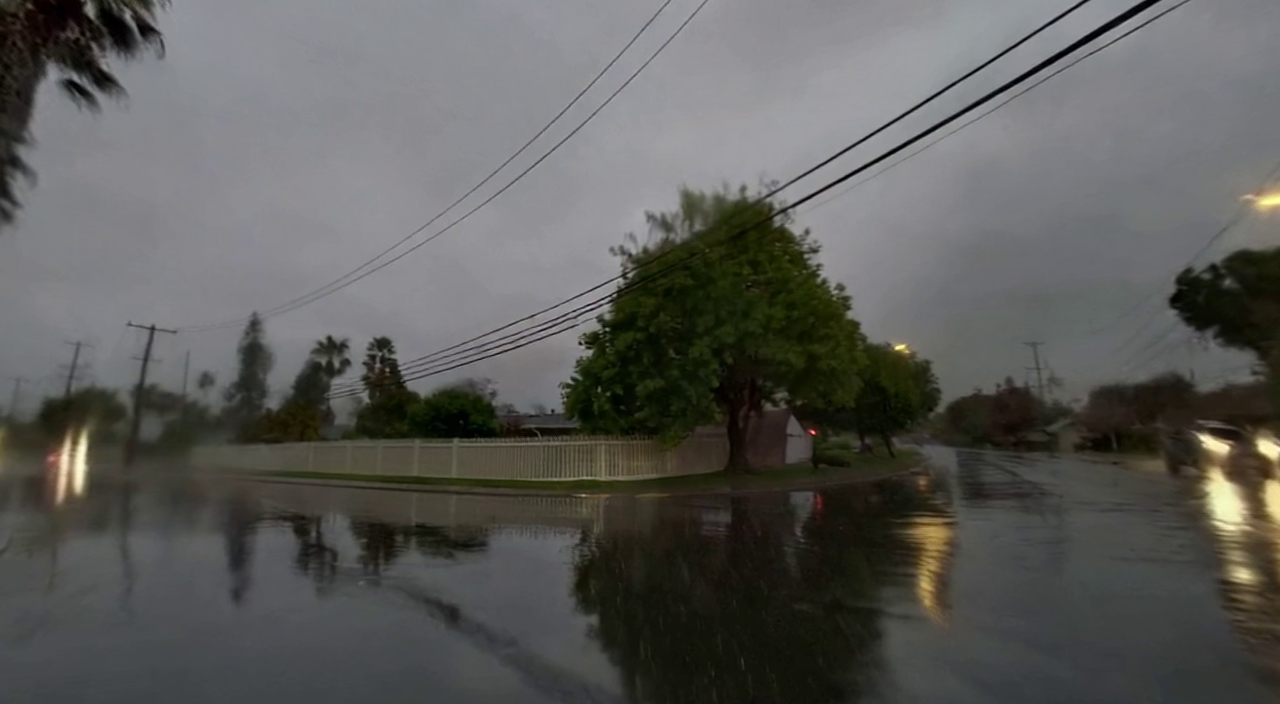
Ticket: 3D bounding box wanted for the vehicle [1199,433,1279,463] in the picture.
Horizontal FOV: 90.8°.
[{"bbox_3d":[31.124,4.834,31.964,3.842,1.453,1.805,-4,-9,29],"label":"vehicle"}]
